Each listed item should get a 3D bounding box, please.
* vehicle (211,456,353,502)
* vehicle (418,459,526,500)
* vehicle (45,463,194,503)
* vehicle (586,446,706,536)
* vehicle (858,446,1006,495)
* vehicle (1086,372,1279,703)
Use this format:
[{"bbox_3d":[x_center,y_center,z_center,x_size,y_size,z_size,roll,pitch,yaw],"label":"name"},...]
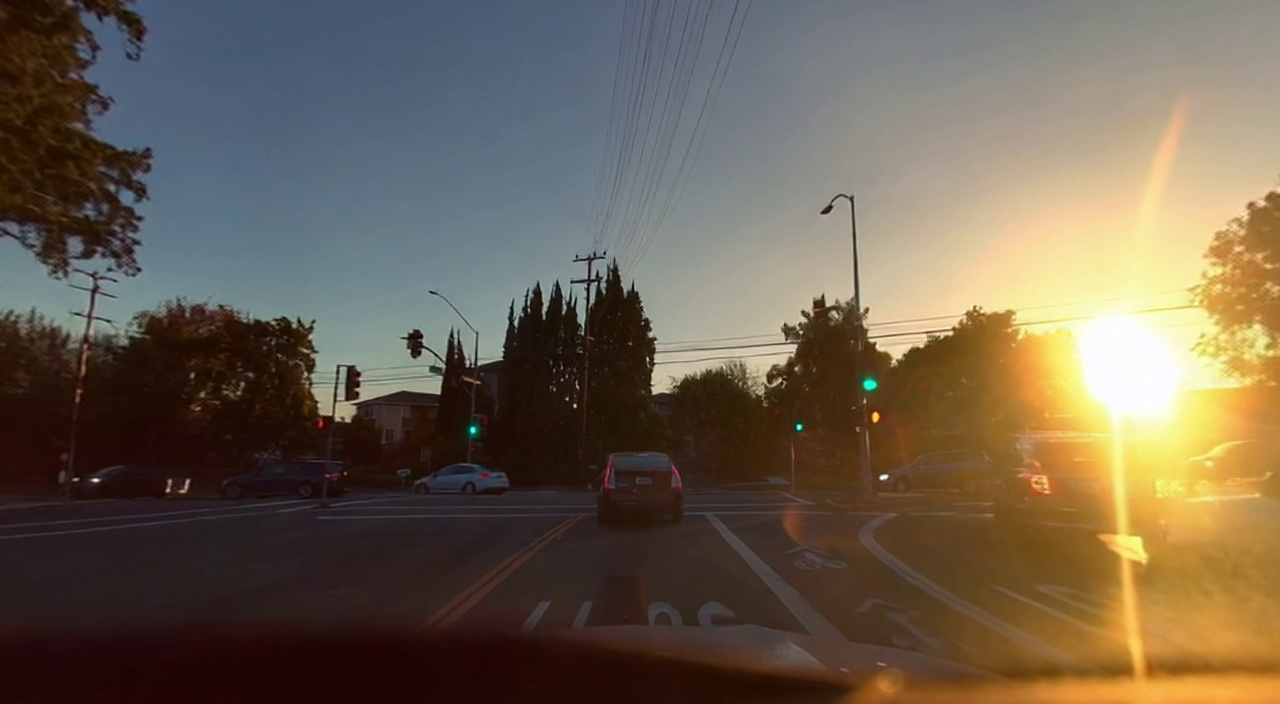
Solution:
[{"bbox_3d":[-13.948,4.936,24.684,4.485,1.625,1.980,-2,-9,9],"label":"vehicle"},{"bbox_3d":[-7.209,5.364,26.906,4.343,1.492,2.063,-6,-10,34],"label":"vehicle"},{"bbox_3d":[-21.150,5.308,25.708,4.736,1.475,1.921,-2,-9,9],"label":"vehicle"},{"bbox_3d":[-0.021,2.748,13.215,2.078,1.506,4.512,0,-8,-3],"label":"vehicle"},{"bbox_3d":[11.015,4.480,24.090,4.600,1.722,2.074,-1,-9,6],"label":"vehicle"},{"bbox_3d":[4.530,0.901,2.570,2.095,1.836,4.895,-1,-8,5],"label":"vehicle"}]
